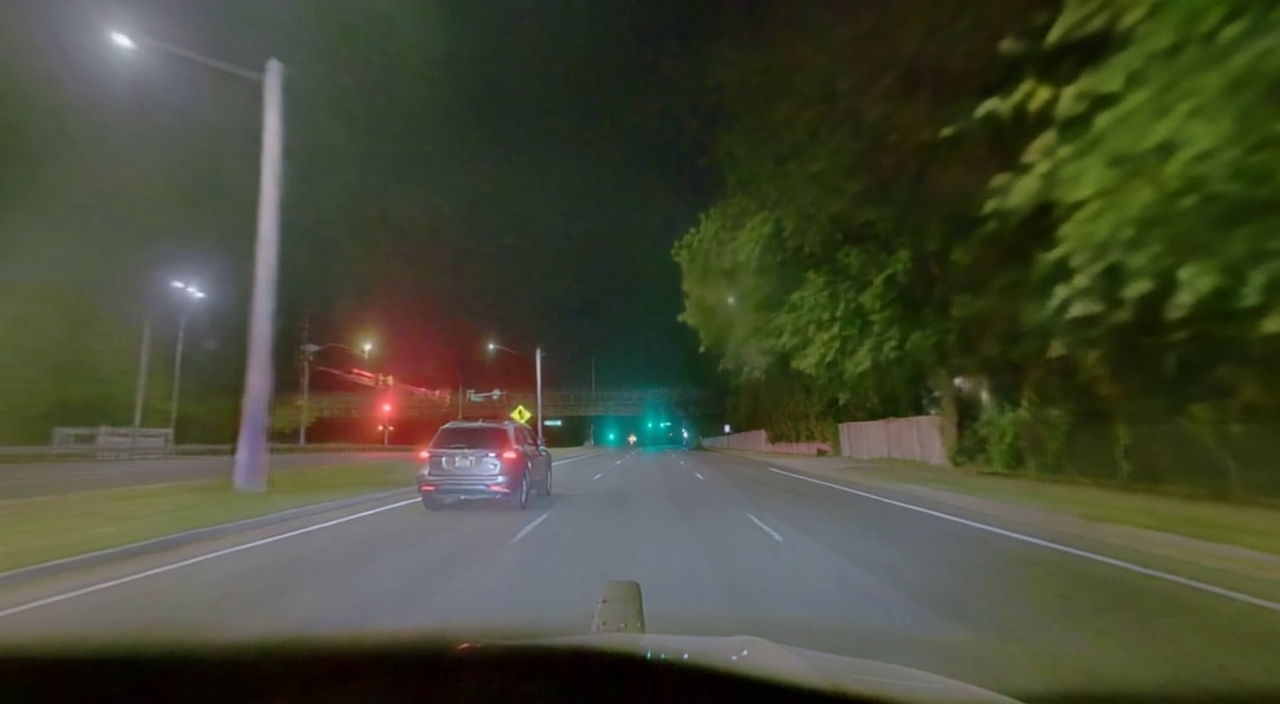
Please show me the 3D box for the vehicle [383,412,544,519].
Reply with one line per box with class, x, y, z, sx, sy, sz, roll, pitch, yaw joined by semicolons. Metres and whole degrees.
vehicle;-3.203;2.157;12.415;1.882;1.704;4.335;-1;-8;1
